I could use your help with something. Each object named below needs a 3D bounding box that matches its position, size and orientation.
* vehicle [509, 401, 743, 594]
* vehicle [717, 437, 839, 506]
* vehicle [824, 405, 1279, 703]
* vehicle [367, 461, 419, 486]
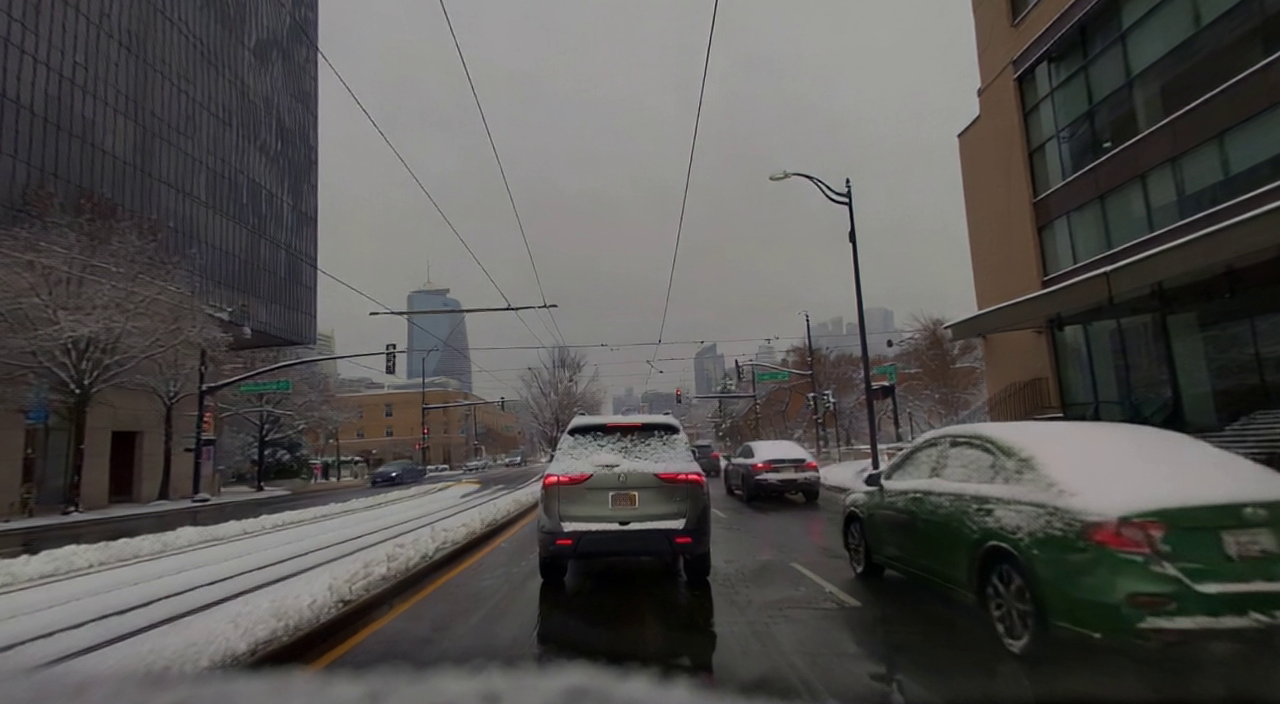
[{"bbox_3d":[-0.199,1.670,8.106,2.178,1.779,4.255,0,-8,-2],"label":"vehicle"},{"bbox_3d":[3.460,3.079,16.772,2.128,1.582,4.188,0,-8,-3],"label":"vehicle"},{"bbox_3d":[3.127,1.292,4.902,1.993,1.480,4.324,0,-8,-1],"label":"vehicle"},{"bbox_3d":[-16.008,7.871,41.203,1.798,1.409,4.239,0,-8,-2],"label":"vehicle"}]
